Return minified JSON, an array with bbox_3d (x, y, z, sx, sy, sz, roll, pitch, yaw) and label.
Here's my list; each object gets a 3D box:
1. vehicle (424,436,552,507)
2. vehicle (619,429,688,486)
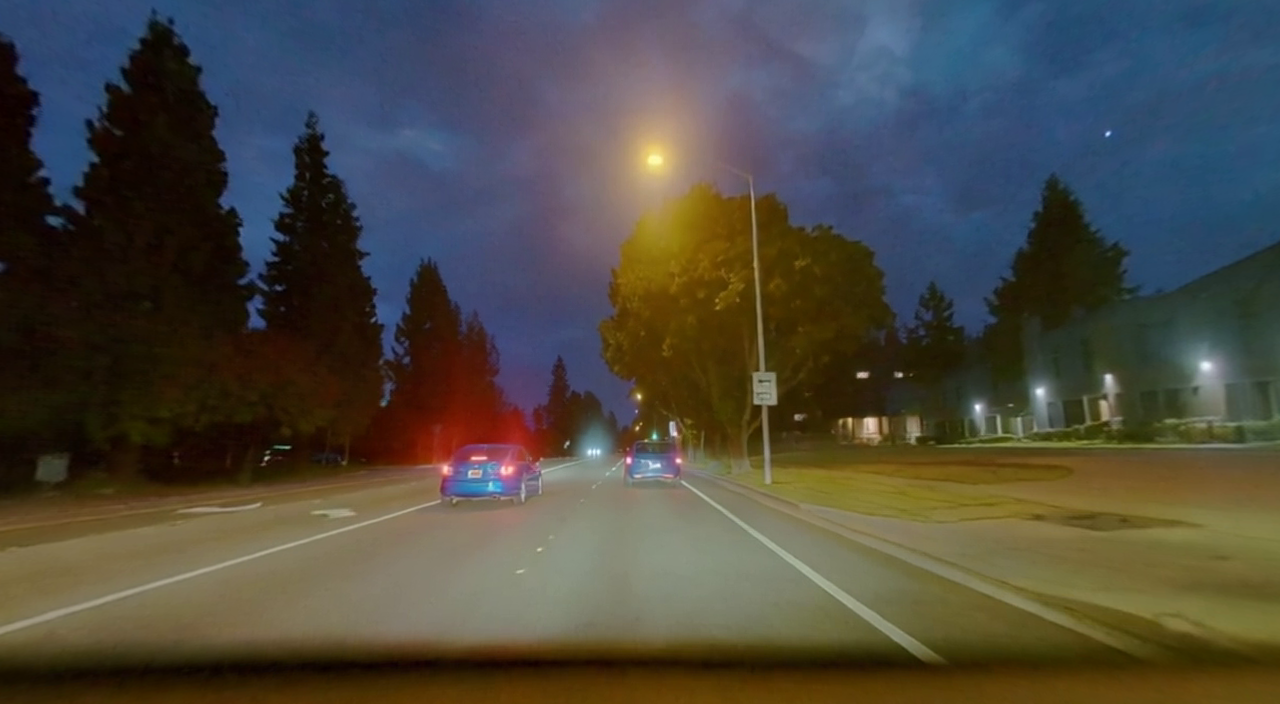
[{"bbox_3d":[-3.438,2.771,15.104,2.036,1.447,4.044,0,-8,0],"label":"vehicle"},{"bbox_3d":[0.370,3.712,22.532,2.215,1.799,4.426,0,-8,-2],"label":"vehicle"}]
